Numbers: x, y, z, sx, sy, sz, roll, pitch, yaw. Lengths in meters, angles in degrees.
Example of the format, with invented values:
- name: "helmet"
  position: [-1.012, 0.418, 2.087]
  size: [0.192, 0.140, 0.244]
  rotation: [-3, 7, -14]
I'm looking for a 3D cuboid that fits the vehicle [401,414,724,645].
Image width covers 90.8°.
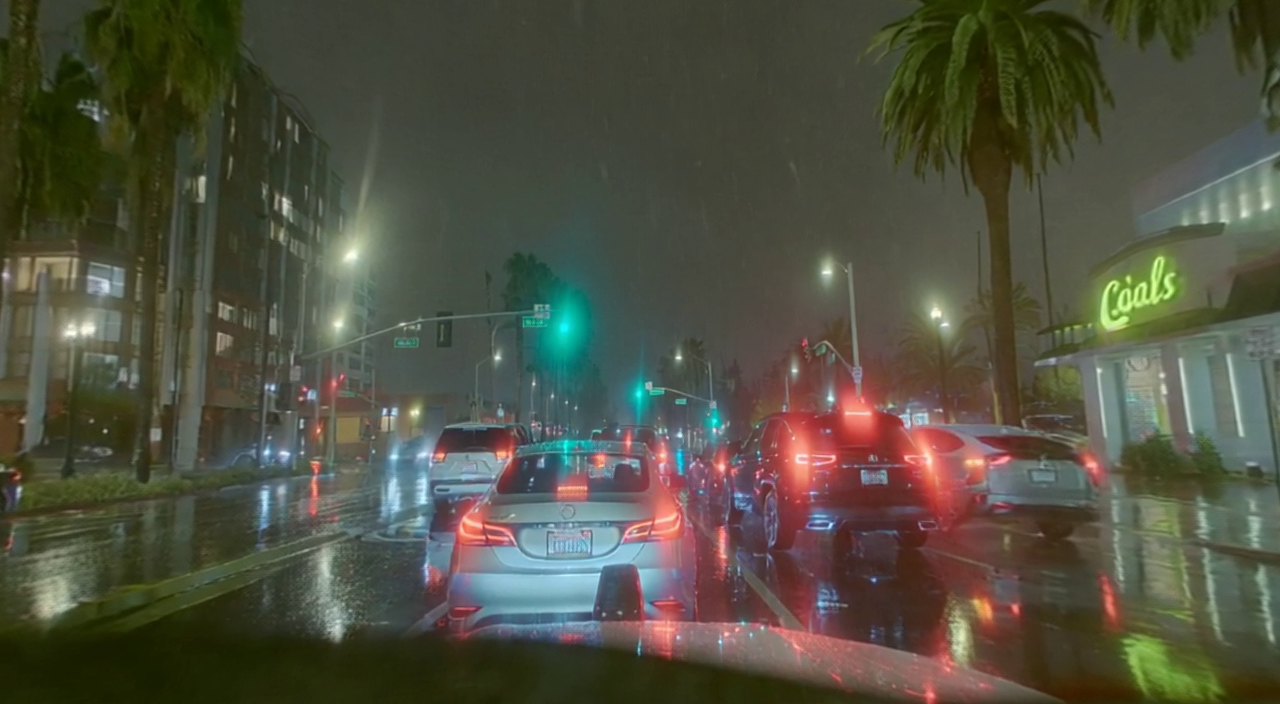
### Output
- name: "vehicle"
  position: [-0.516, 1.467, 6.229]
  size: [2.096, 1.492, 4.071]
  rotation: [0, -9, 0]

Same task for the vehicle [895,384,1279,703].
- name: "vehicle"
  position: [2.603, 0.811, 1.486]
  size: [2.085, 1.469, 4.458]
  rotation: [0, -9, -1]

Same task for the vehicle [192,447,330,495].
- name: "vehicle"
  position: [-12.857, 4.022, 21.867]
  size: [1.856, 1.455, 4.700]
  rotation: [0, -9, 1]

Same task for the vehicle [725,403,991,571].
- name: "vehicle"
  position: [2.633, 1.768, 9.037]
  size: [2.096, 1.775, 4.440]
  rotation: [0, -9, -2]

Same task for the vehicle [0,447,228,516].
- name: "vehicle"
  position: [-12.849, 3.136, 15.934]
  size: [1.870, 1.475, 4.531]
  rotation: [0, -9, 0]
